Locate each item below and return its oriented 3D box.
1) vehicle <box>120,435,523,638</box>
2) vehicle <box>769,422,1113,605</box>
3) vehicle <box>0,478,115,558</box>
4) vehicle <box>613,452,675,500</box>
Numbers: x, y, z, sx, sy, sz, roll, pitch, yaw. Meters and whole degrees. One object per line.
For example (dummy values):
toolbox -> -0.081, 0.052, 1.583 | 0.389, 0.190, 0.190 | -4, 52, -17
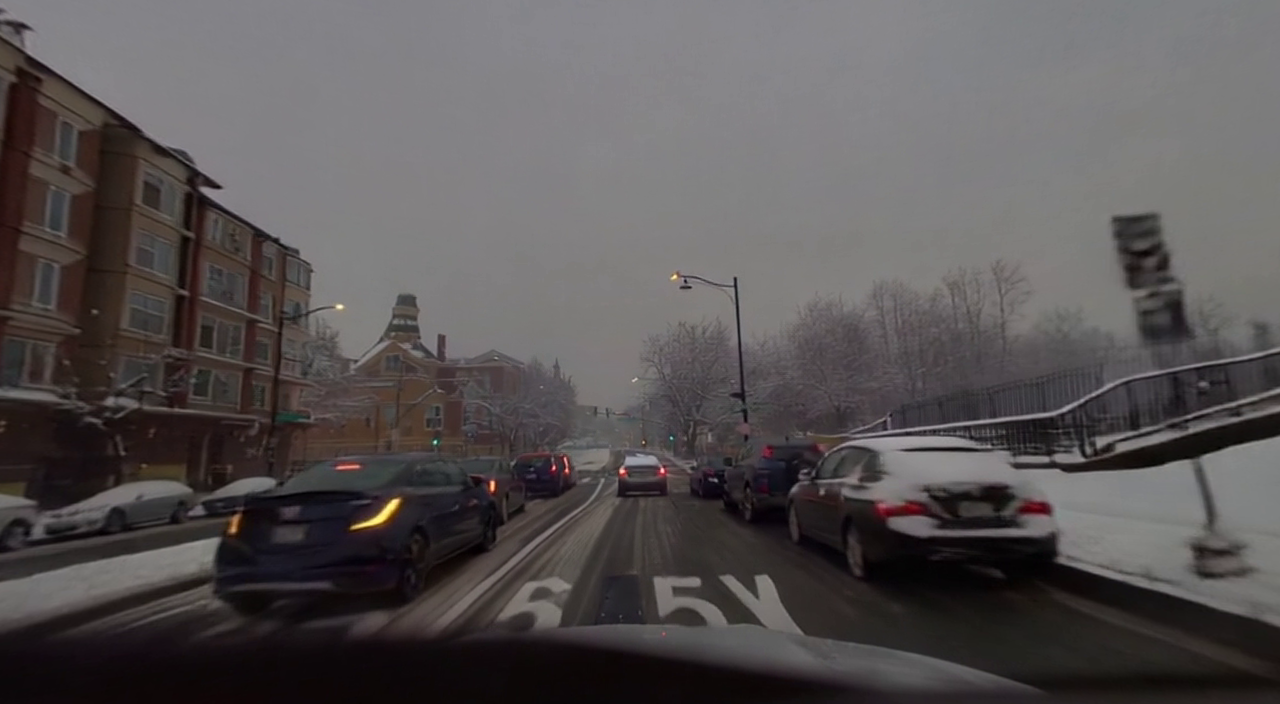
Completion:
vehicle -> -2.778, 1.703, 6.985 | 2.109, 1.477, 4.509 | 0, -8, 0
vehicle -> 2.946, 1.670, 7.481 | 1.933, 1.501, 4.349 | 0, -8, 0
vehicle -> -13.880, 3.514, 13.283 | 1.752, 1.479, 4.575 | 0, -8, 0
vehicle -> 0.089, 4.370, 22.597 | 2.026, 1.496, 3.701 | 0, -8, -2
